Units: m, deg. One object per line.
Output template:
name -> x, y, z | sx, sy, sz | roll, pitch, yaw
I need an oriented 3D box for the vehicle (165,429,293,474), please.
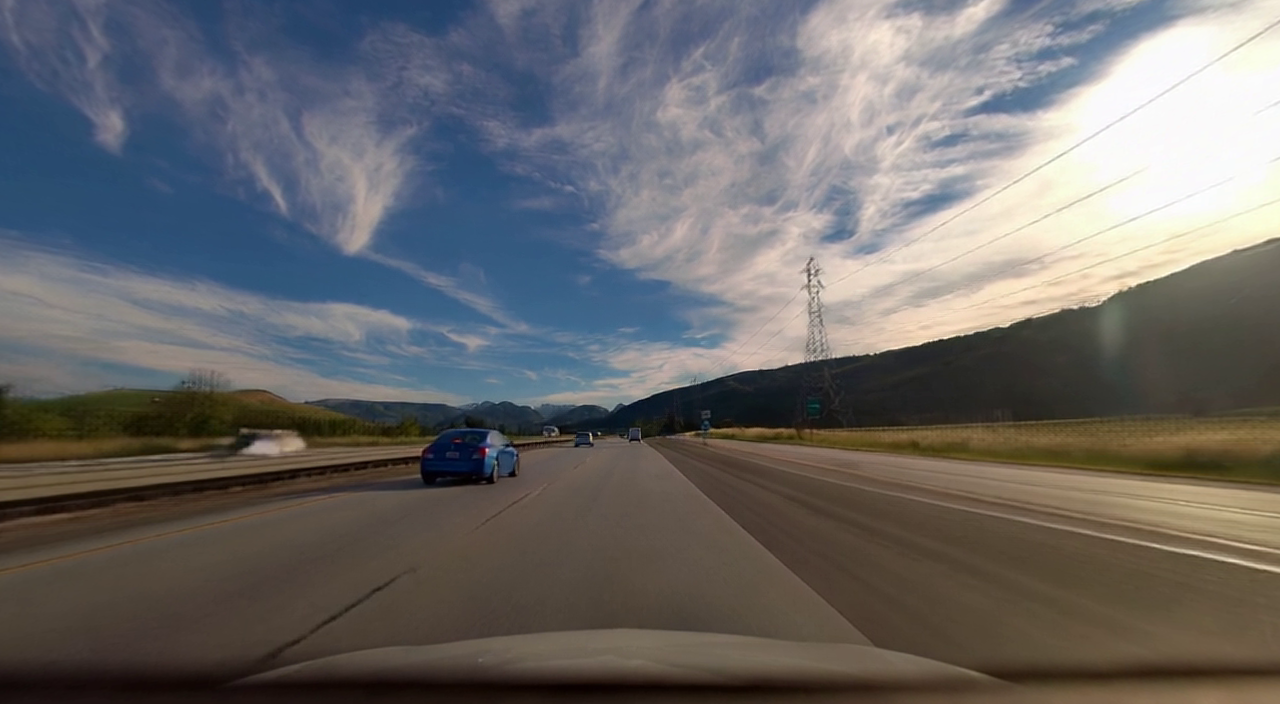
vehicle -> -16.785, 4.053, 26.067 | 2.033, 1.673, 4.852 | 0, -8, -1

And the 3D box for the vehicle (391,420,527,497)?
vehicle -> -4.130, 2.485, 15.174 | 2.023, 1.580, 4.259 | 0, -8, 0
